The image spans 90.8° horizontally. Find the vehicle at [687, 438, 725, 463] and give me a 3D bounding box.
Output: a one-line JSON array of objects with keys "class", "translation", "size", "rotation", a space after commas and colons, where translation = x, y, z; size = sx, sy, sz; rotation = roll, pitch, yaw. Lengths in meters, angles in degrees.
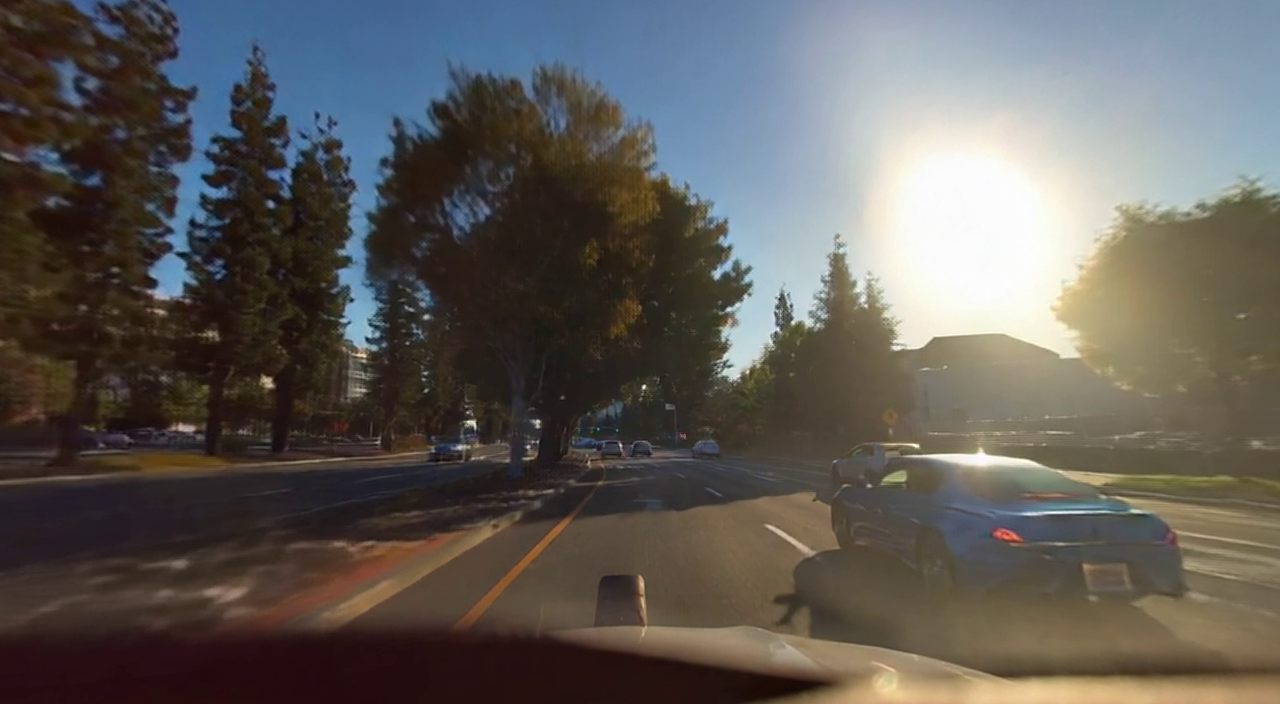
[{"class": "vehicle", "translation": [4.660, 7.085, 45.462], "size": [1.931, 1.685, 4.054], "rotation": [1, -8, -6]}]

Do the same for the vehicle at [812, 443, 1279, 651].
[{"class": "vehicle", "translation": [3.418, 1.620, 6.434], "size": [1.990, 1.347, 4.388], "rotation": [0, -8, -2]}]

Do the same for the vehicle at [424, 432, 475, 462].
[{"class": "vehicle", "translation": [-11.757, 5.910, 39.288], "size": [2.048, 1.738, 4.520], "rotation": [1, -8, -4]}]
